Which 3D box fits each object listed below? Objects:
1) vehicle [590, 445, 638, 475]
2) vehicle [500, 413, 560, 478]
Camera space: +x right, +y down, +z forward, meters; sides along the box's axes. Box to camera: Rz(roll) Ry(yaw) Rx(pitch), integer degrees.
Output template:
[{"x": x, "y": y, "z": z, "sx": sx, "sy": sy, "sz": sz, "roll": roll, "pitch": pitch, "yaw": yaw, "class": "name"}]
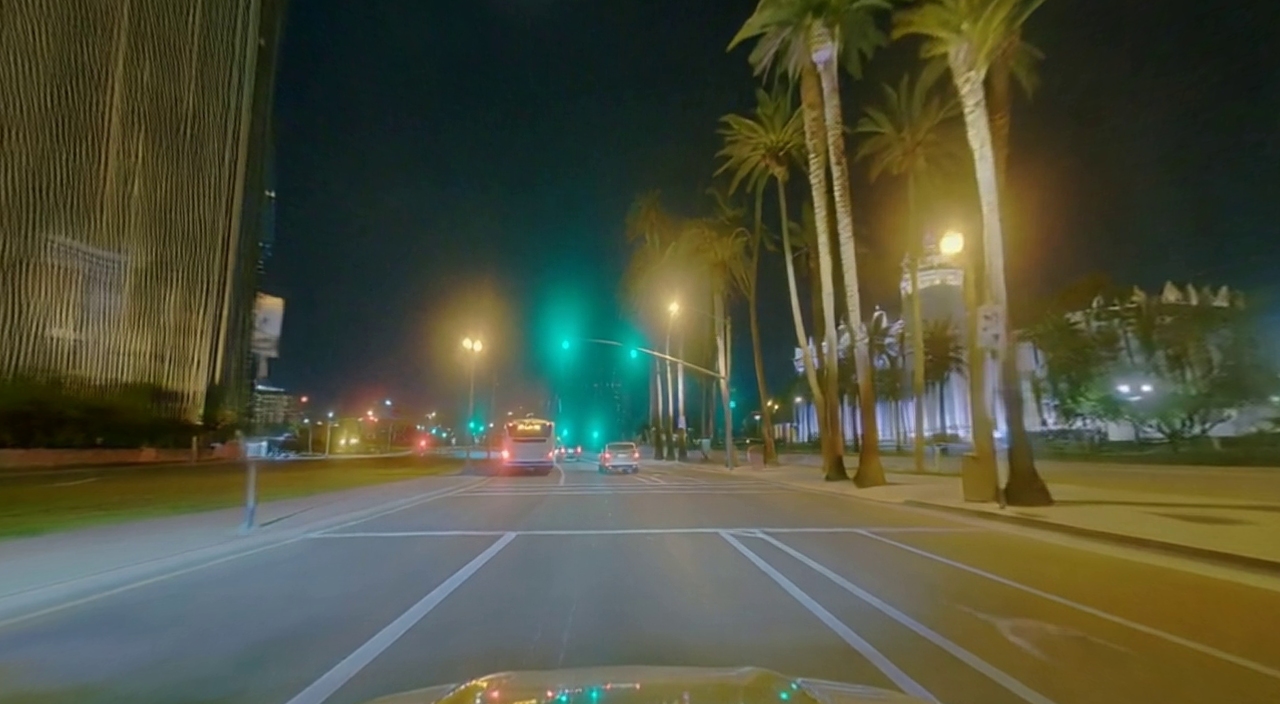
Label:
[{"x": -1.434, "y": 5.624, "z": 33.142, "sx": 2.107, "sy": 1.481, "sz": 4.097, "roll": 1, "pitch": -8, "yaw": -8, "class": "vehicle"}, {"x": -5.715, "y": 5.017, "z": 33.991, "sx": 2.678, "sy": 3.042, "sz": 8.474, "roll": 1, "pitch": -8, "yaw": -7, "class": "vehicle"}]
